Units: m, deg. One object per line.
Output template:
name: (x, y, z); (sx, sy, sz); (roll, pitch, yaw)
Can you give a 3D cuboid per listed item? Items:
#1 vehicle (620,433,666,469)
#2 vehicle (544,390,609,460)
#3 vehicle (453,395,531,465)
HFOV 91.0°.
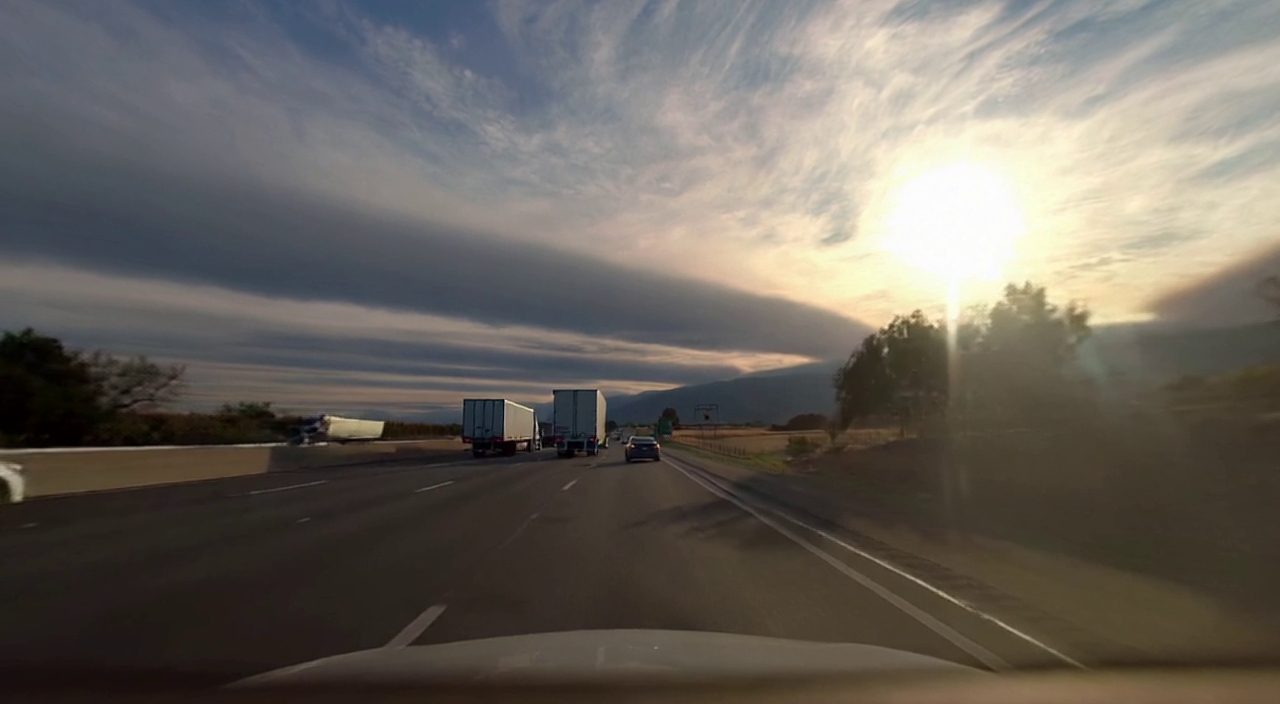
vehicle: (0.071, 4.403, 28.134); (1.891, 1.477, 3.599); (0, -8, -2)
vehicle: (-4.122, 5.425, 45.177); (3.475, 4.037, 17.454); (0, -8, -2)
vehicle: (-7.860, 4.325, 34.446); (2.728, 3.405, 7.096); (0, -8, -2)
